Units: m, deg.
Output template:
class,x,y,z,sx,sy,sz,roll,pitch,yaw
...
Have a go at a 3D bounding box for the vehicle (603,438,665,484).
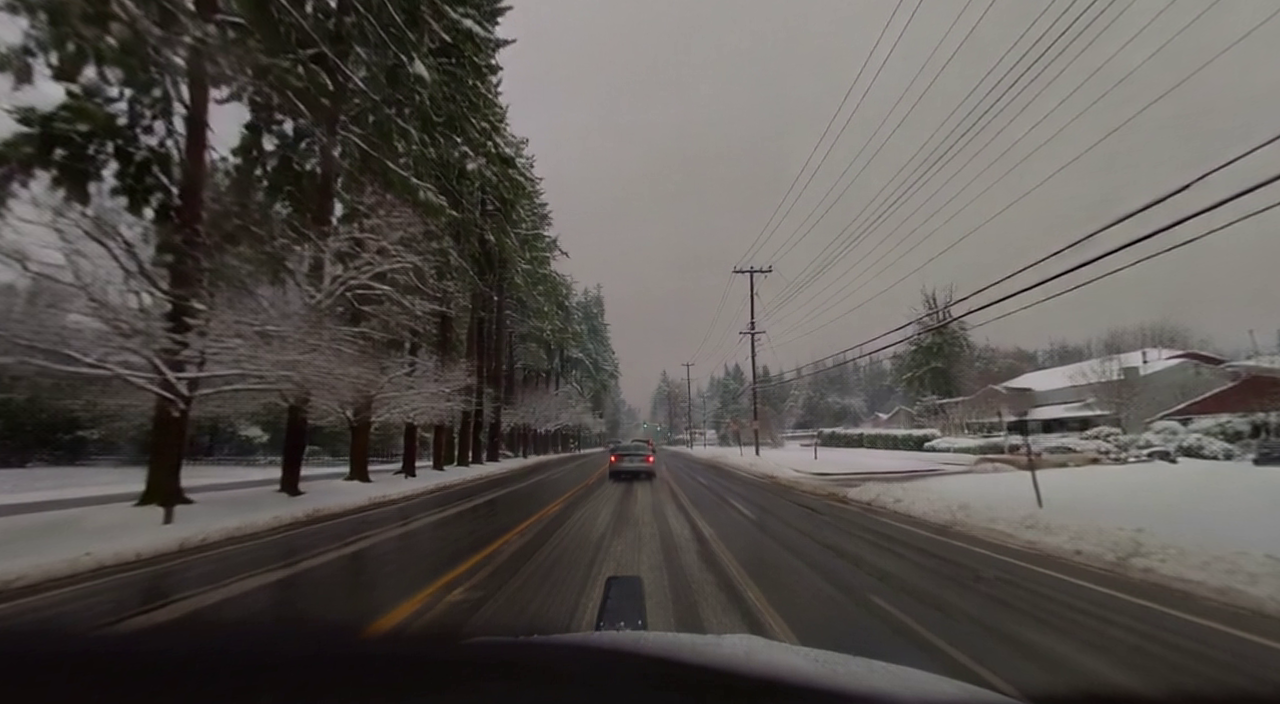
class,x,y,z,sx,sy,sz,roll,pitch,yaw
vehicle,-0.202,3.828,22.366,1.991,1.463,3.988,0,-8,0
